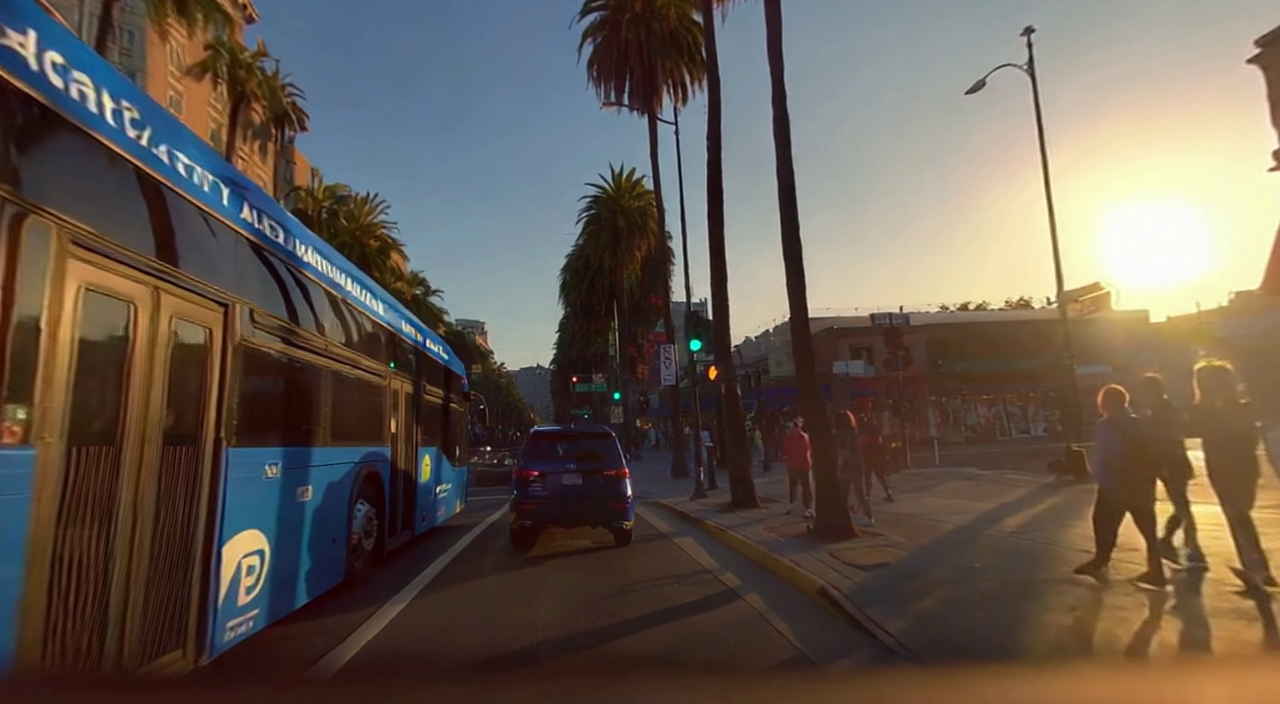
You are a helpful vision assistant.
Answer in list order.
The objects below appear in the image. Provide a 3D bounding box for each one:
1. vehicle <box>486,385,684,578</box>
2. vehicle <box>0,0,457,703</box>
[{"bbox_3d":[-0.882,1.614,8.577,2.002,1.907,4.211,2,-9,-9],"label":"vehicle"},{"bbox_3d":[-3.864,0.293,4.021,2.863,3.233,11.573,1,-8,-5],"label":"vehicle"}]
